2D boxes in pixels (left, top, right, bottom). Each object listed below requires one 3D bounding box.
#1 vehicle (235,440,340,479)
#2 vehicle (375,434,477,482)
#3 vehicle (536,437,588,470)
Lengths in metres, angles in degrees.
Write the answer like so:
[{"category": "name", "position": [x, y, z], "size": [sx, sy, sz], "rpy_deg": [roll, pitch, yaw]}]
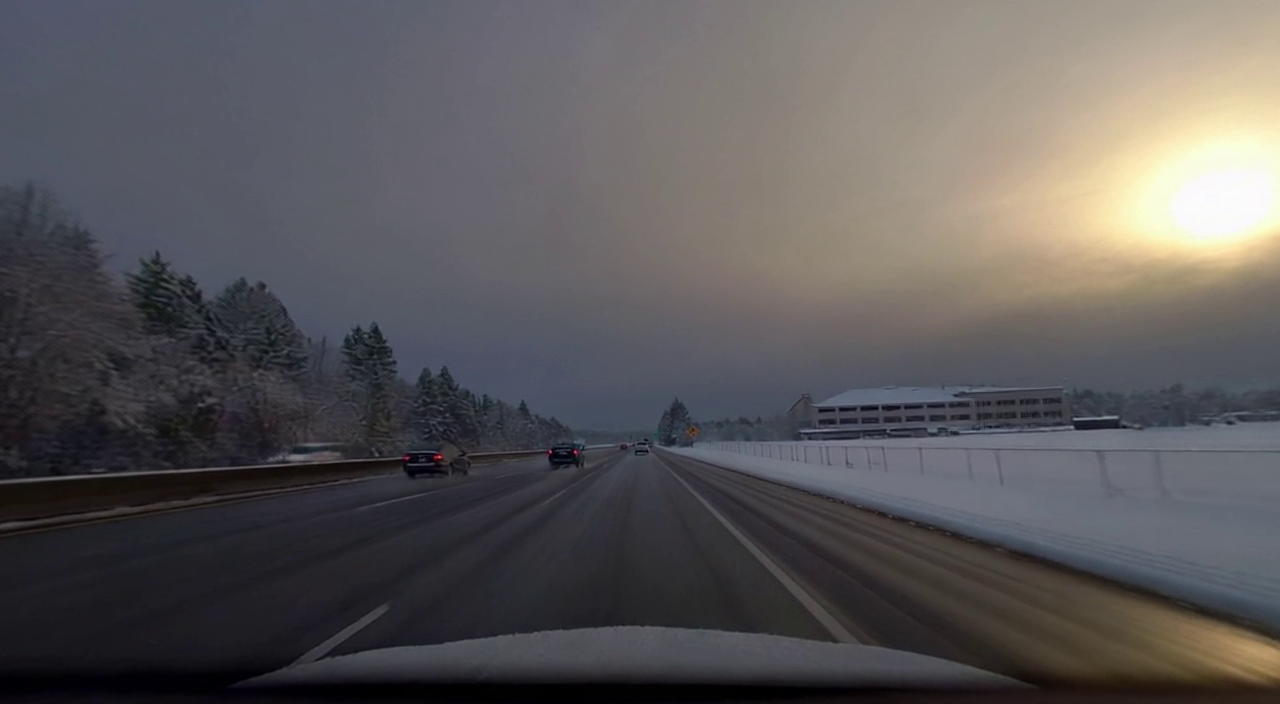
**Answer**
[{"category": "vehicle", "position": [-15.312, 4.671, 27.667], "size": [1.909, 1.524, 4.573], "rpy_deg": [0, -9, 1]}, {"category": "vehicle", "position": [-7.582, 3.801, 22.879], "size": [2.034, 1.523, 4.627], "rpy_deg": [0, -8, 1]}, {"category": "vehicle", "position": [-4.062, 5.416, 33.724], "size": [2.083, 1.588, 4.801], "rpy_deg": [0, -8, 1]}]
